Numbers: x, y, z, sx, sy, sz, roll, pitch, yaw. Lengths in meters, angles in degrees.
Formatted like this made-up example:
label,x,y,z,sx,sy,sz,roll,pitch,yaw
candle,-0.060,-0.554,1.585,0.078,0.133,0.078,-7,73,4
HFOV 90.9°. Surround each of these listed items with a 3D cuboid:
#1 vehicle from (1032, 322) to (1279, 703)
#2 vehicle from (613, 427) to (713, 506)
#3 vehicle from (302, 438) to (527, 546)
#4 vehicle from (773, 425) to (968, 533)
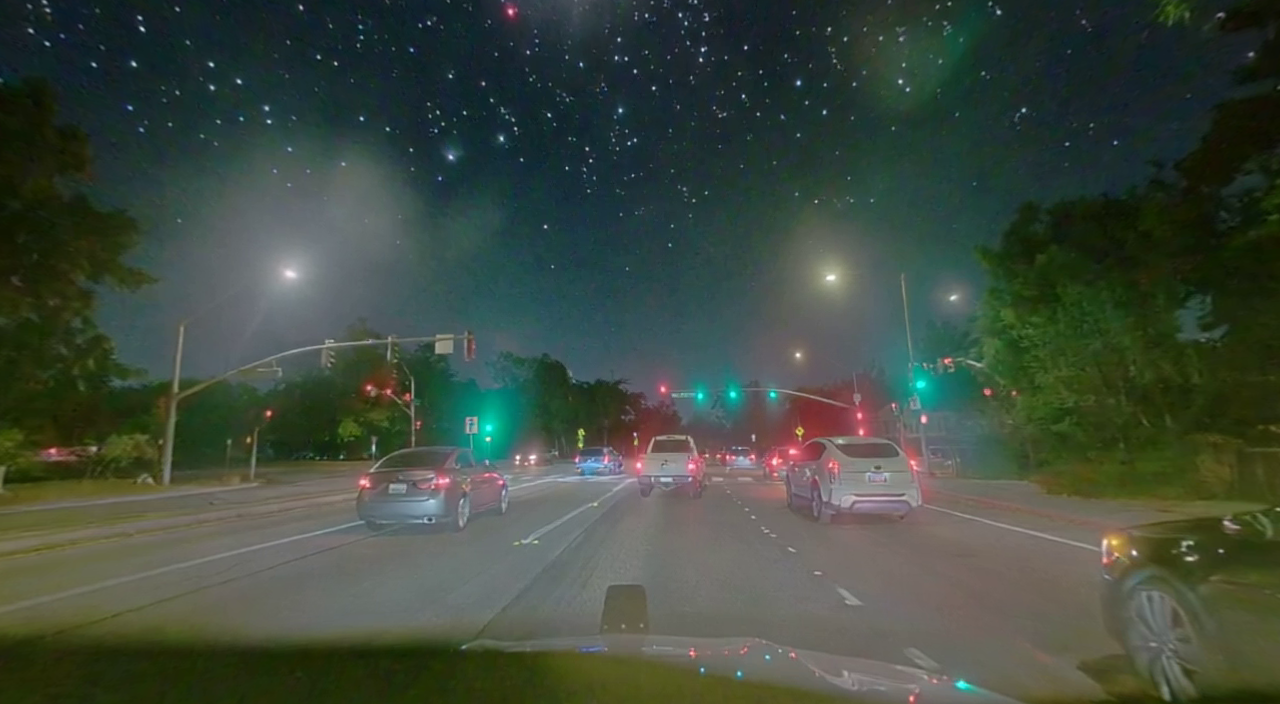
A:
label,x,y,z,sx,sy,sz,roll,pitch,yaw
vehicle,3.496,0.636,1.508,2.116,1.759,4.635,0,-9,0
vehicle,0.703,2.935,16.554,2.250,1.768,4.574,-1,-9,5
vehicle,-3.537,2.284,11.047,2.006,1.464,4.586,-1,-9,4
vehicle,4.014,2.304,12.023,2.106,1.636,4.655,-1,-9,2
